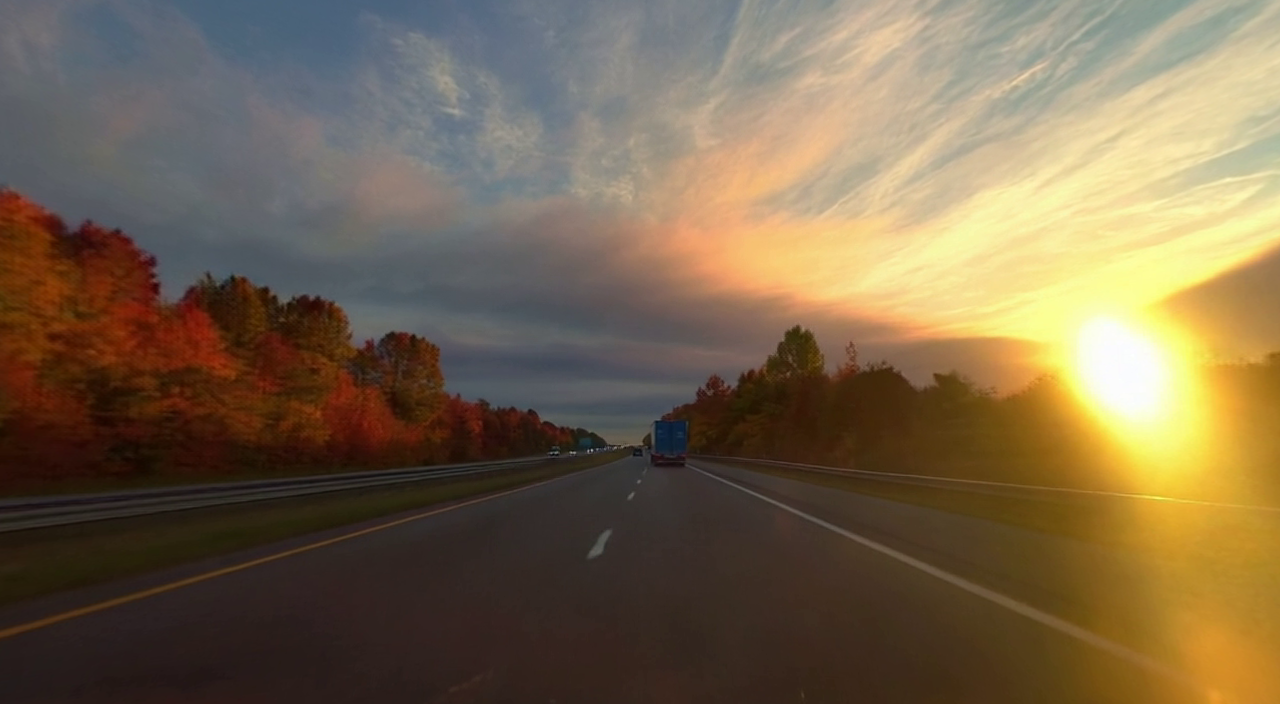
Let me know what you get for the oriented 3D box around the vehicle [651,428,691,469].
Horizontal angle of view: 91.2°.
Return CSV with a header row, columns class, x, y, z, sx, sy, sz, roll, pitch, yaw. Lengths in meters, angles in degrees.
class,x,y,z,sx,sy,sz,roll,pitch,yaw
vehicle,2.320,7.578,49.135,2.697,2.980,6.749,0,-9,0
